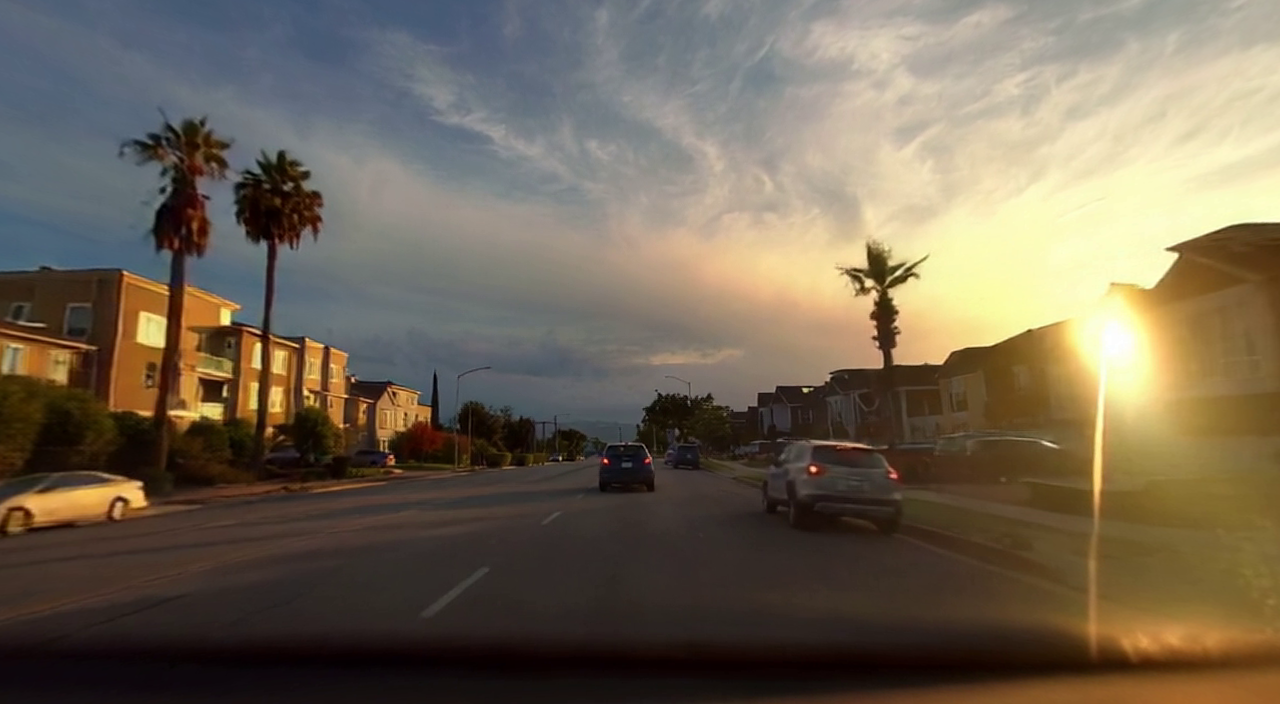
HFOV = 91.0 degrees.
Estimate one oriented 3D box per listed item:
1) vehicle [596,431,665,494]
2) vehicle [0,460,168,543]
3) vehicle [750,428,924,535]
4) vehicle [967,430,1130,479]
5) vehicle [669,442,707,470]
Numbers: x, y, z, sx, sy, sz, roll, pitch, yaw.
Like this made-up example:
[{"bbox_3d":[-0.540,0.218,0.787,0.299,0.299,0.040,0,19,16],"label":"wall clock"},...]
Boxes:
[{"bbox_3d":[-0.273,3.620,20.923,1.994,1.810,5.057,0,-9,0],"label":"vehicle"},{"bbox_3d":[-13.991,3.483,15.018,1.877,1.443,4.677,-3,-7,0],"label":"vehicle"},{"bbox_3d":[3.510,2.391,12.175,1.949,1.685,4.161,0,-9,-1],"label":"vehicle"},{"bbox_3d":[14.131,3.569,22.004,4.238,1.621,2.067,0,-9,-1],"label":"vehicle"},{"bbox_3d":[3.500,7.772,47.175,2.416,1.922,5.023,0,-9,0],"label":"vehicle"}]
